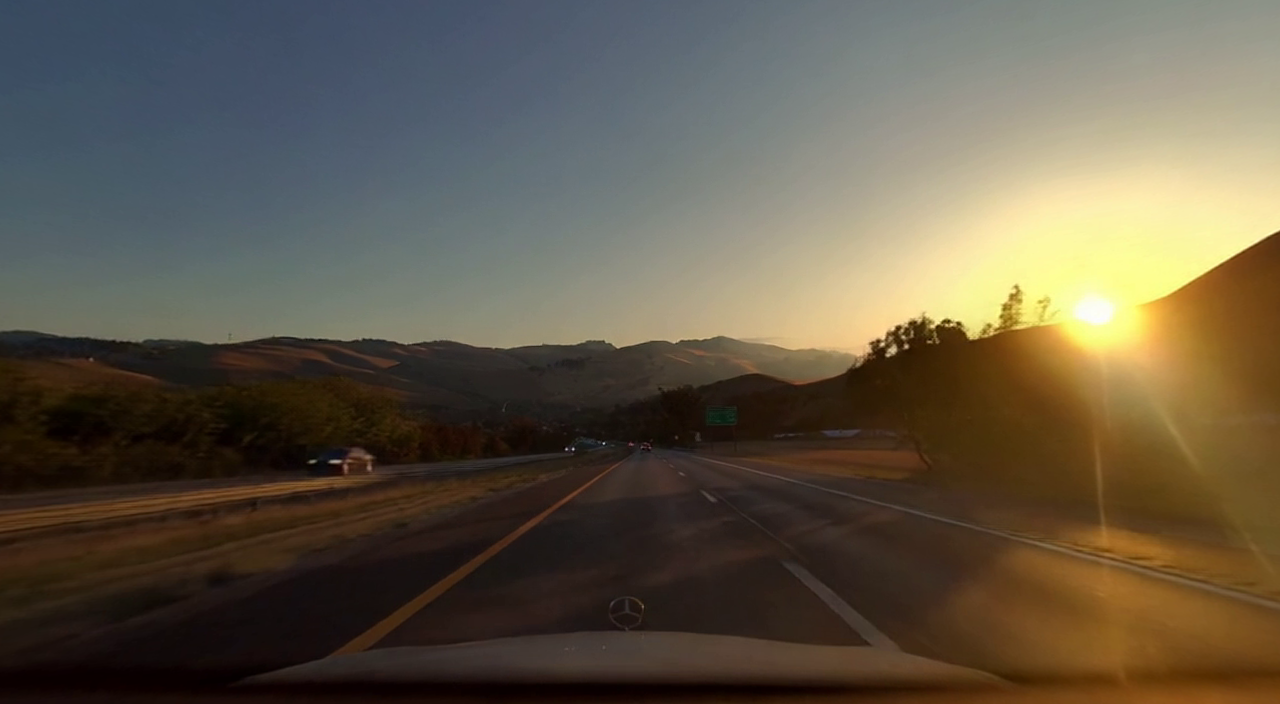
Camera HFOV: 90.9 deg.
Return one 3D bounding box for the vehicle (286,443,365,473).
[{"bbox_3d":[-17.061,5.740,34.469,1.941,1.514,4.359,0,-8,1],"label":"vehicle"}]
